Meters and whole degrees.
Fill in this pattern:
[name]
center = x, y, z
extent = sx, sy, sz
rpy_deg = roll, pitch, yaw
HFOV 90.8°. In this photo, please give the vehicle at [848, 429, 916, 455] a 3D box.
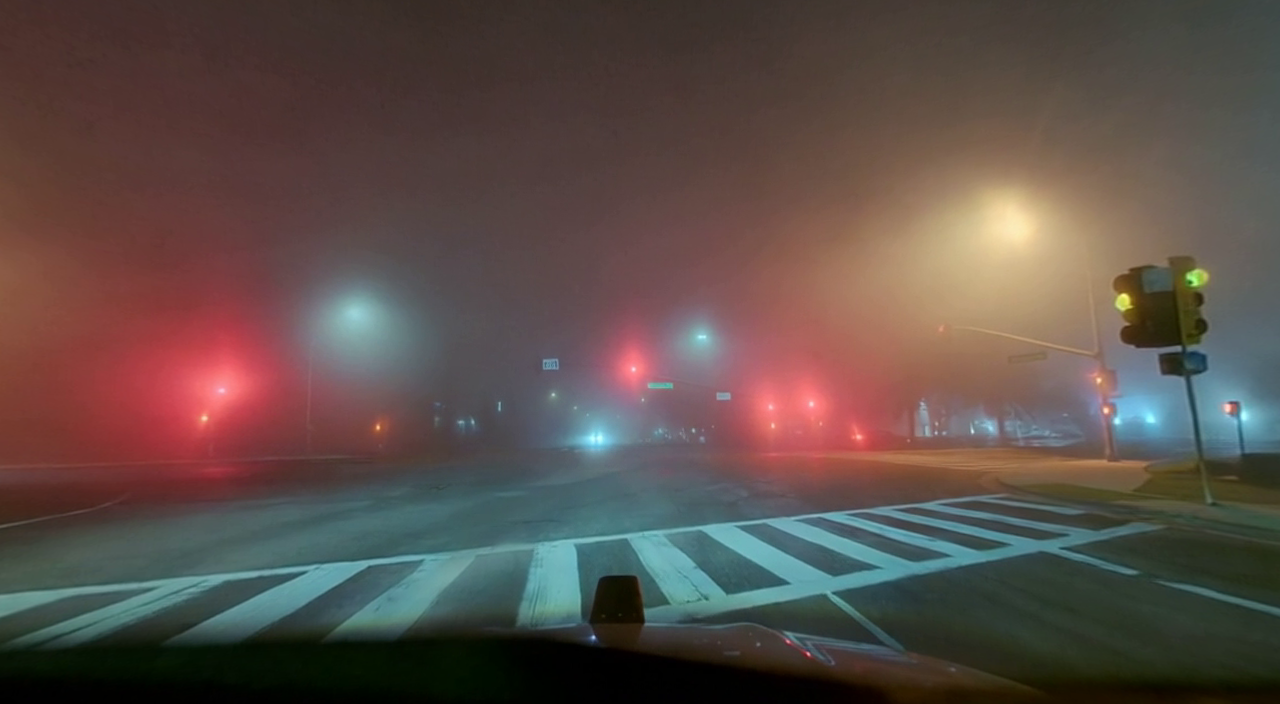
[vehicle]
center = 17.654, 6.551, 46.059
extent = 4.600, 1.783, 1.970
rpy_deg = 4, -9, -26
